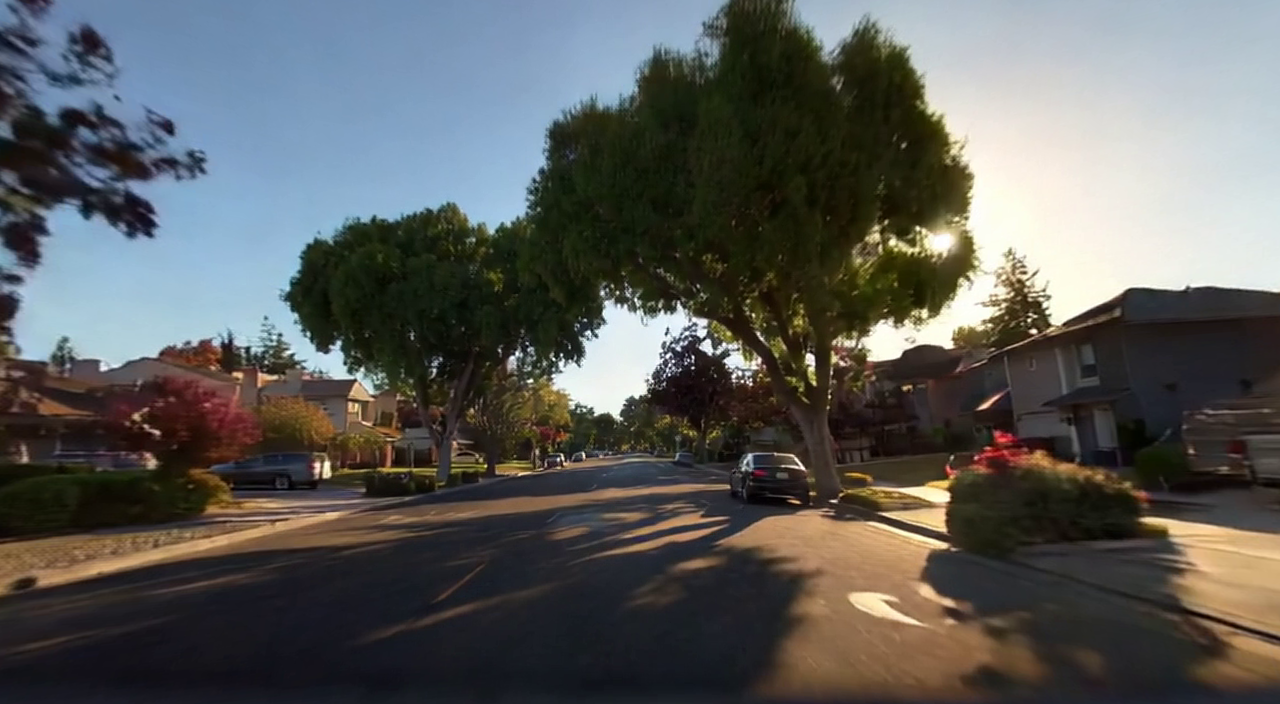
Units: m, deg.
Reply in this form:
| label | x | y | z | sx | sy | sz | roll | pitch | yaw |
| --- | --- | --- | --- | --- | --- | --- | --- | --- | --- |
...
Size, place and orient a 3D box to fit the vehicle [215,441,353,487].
| label | x | y | z | sx | sy | sz | roll | pitch | yaw |
| --- | --- | --- | --- | --- | --- | --- | --- | --- | --- |
| vehicle | -15.668 | 4.950 | 27.927 | 4.882 | 1.777 | 2.025 | -2 | -9 | -2 |

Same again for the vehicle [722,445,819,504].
| label | x | y | z | sx | sy | sz | roll | pitch | yaw |
| --- | --- | --- | --- | --- | --- | --- | --- | --- | --- |
| vehicle | 3.794 | 3.639 | 19.260 | 1.897 | 1.521 | 4.835 | 0 | -9 | -1 |
